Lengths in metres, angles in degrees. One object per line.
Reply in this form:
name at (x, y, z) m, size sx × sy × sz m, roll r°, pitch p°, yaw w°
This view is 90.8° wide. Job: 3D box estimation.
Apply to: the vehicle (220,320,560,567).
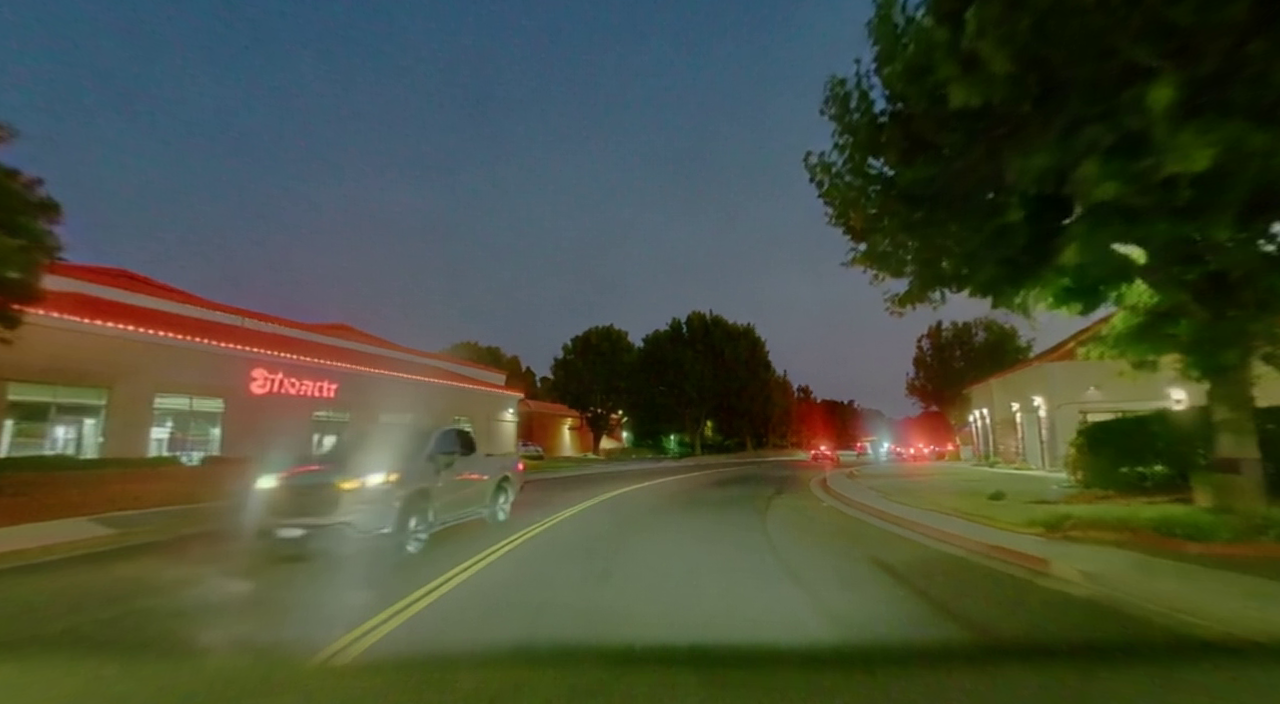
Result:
vehicle at (-3.399, 1.573, 10.983) m, size 2.489 × 2.884 × 6.940 m, roll -1°, pitch -9°, yaw 6°
